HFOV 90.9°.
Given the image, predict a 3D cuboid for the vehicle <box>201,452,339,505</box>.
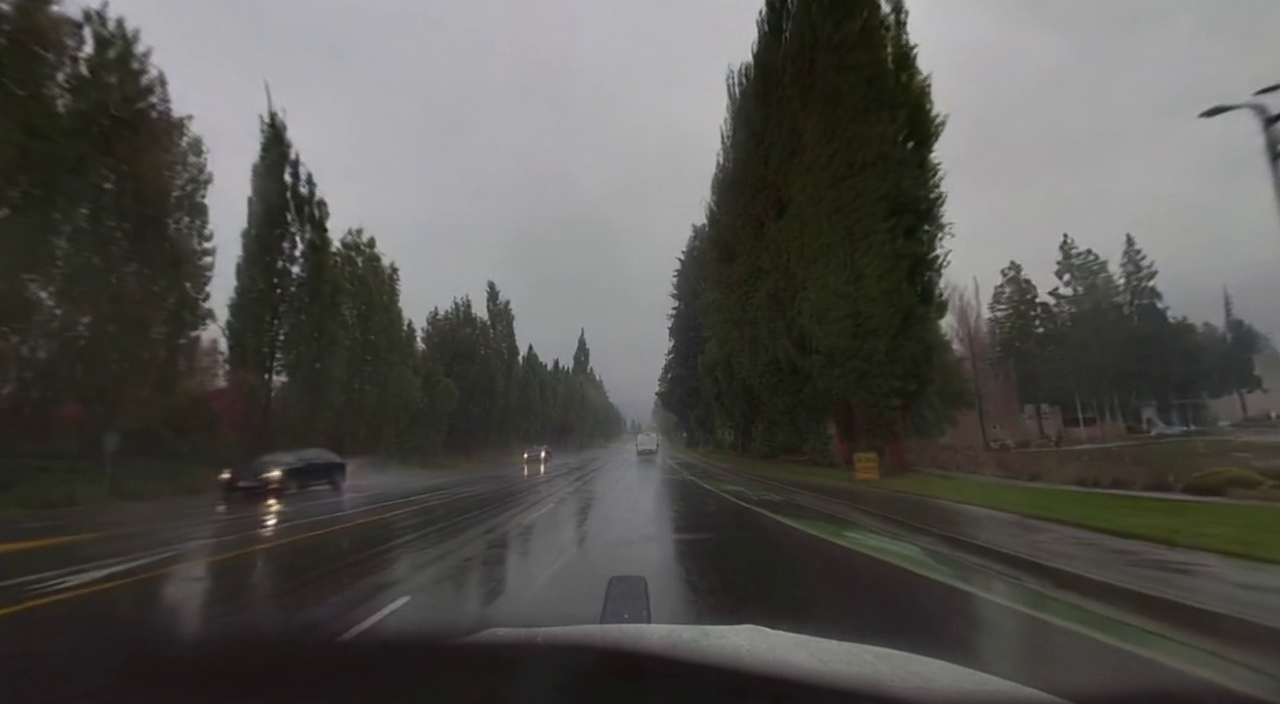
[{"bbox_3d":[-12.536,4.269,21.755,1.982,1.553,4.420,0,-8,1],"label":"vehicle"}]
